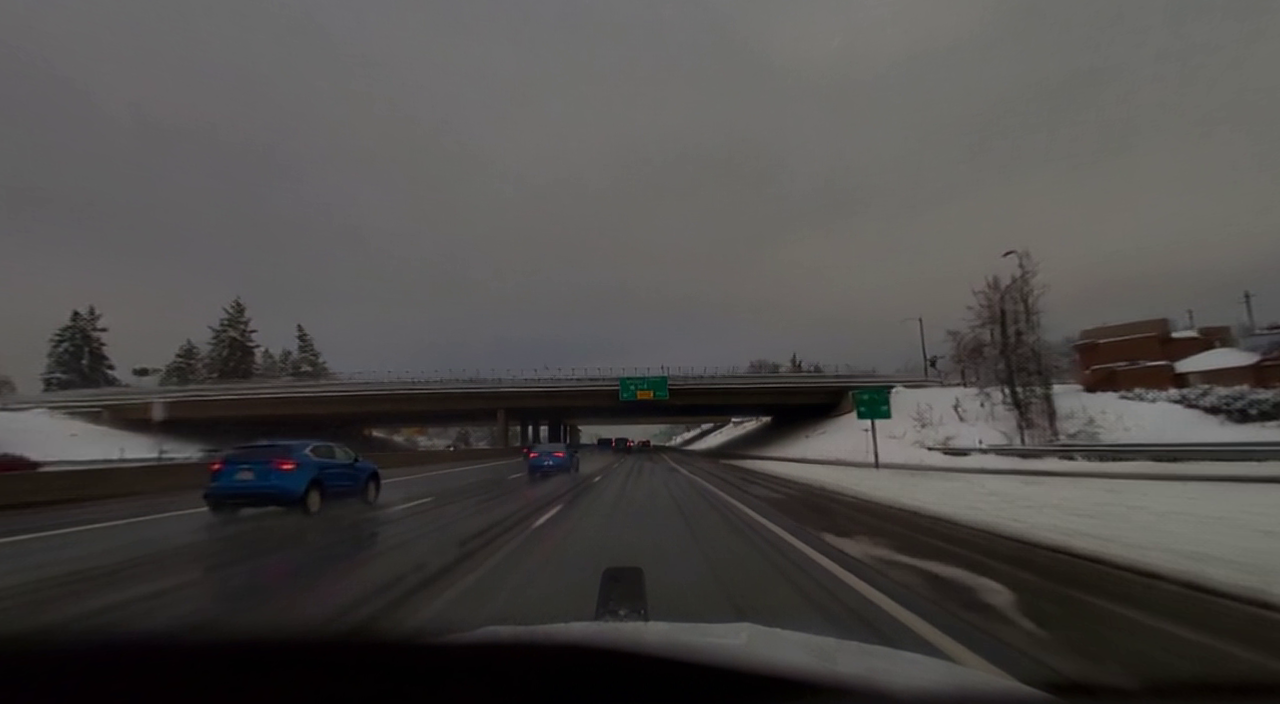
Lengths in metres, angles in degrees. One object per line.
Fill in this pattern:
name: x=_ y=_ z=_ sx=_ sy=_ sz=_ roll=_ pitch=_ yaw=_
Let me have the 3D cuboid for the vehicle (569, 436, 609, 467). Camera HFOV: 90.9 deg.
vehicle: x=-3.159 y=6.282 z=40.058 sx=2.080 sy=1.811 sz=4.644 roll=0 pitch=-8 yaw=1

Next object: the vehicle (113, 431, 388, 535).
vehicle: x=-6.848 y=2.330 z=11.952 sx=2.069 sy=1.551 sz=4.830 roll=0 pitch=-8 yaw=1

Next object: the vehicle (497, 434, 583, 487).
vehicle: x=-3.371 y=3.770 z=22.259 sx=2.210 sy=1.628 sz=4.586 roll=0 pitch=-8 yaw=1
